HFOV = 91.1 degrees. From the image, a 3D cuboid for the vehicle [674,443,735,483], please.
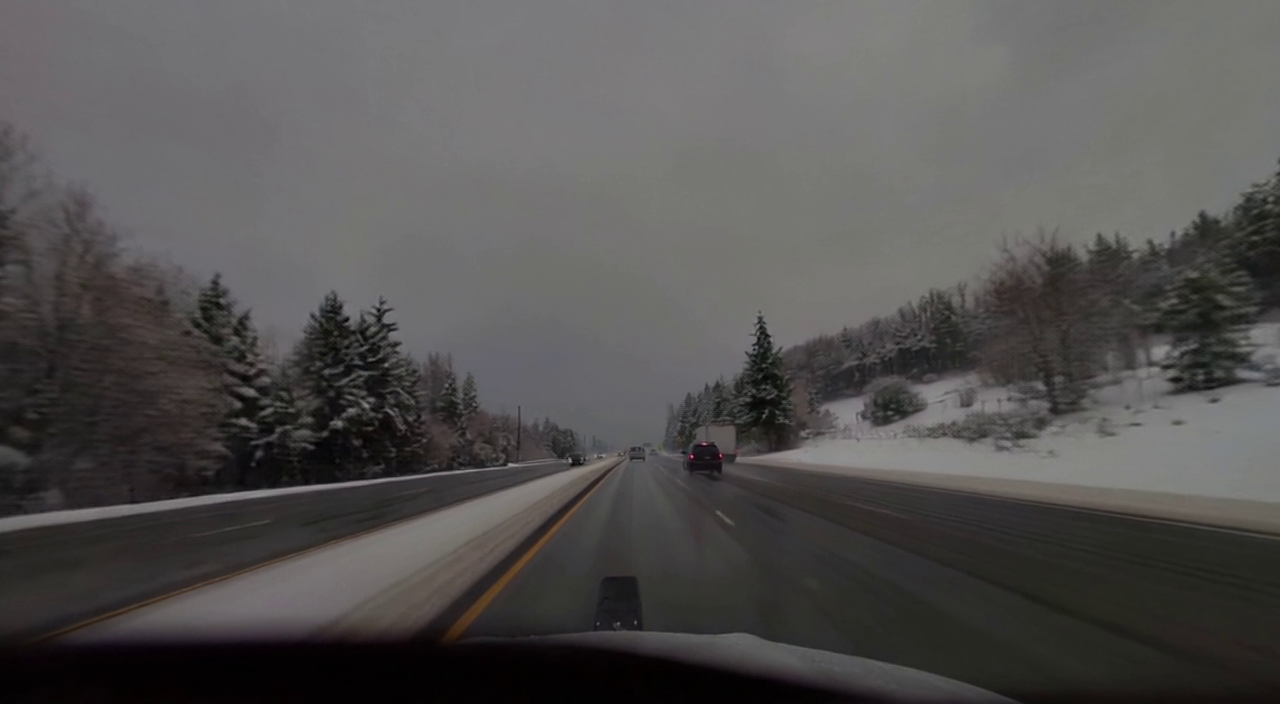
[{"bbox_3d":[2.787,4.915,28.176,2.123,1.620,4.959,0,-9,-1],"label":"vehicle"}]
